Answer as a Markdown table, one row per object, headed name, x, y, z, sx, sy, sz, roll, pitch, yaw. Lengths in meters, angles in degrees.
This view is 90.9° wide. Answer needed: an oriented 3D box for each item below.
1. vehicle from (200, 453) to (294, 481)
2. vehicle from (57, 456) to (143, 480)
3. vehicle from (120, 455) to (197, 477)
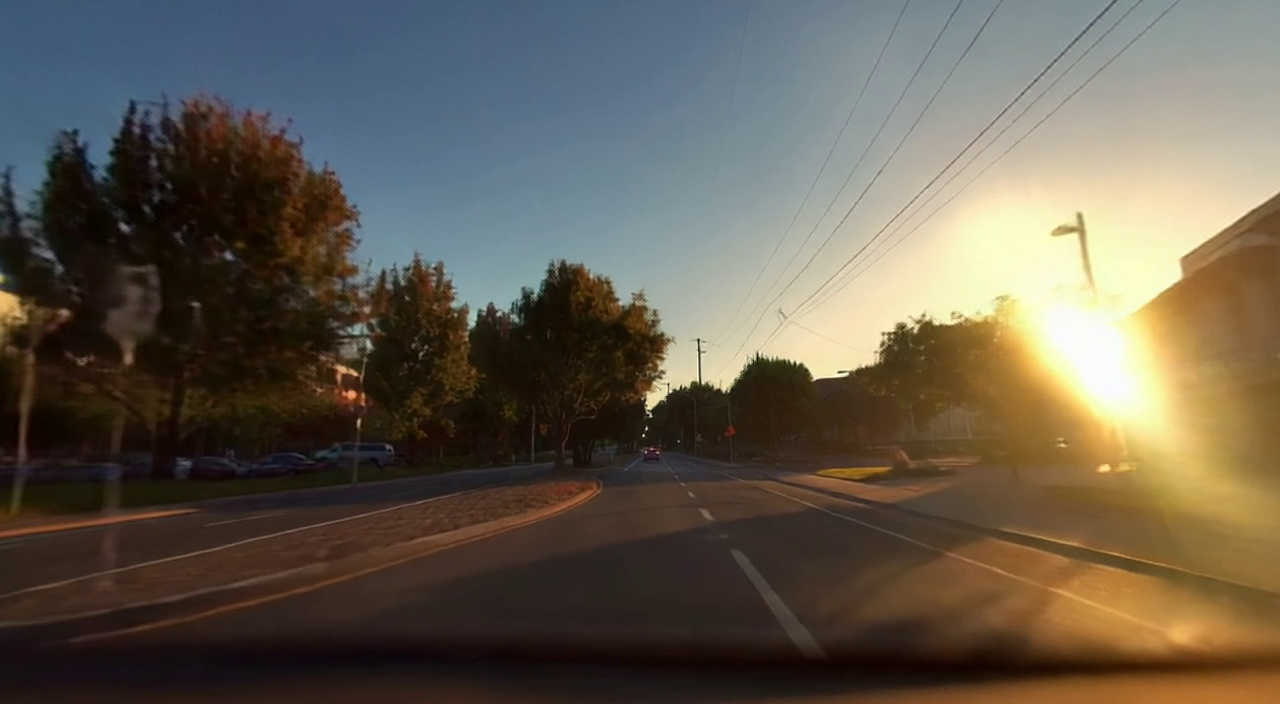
| name | x | y | z | sx | sy | sz | roll | pitch | yaw |
| --- | --- | --- | --- | --- | --- | --- | --- | --- | --- |
| vehicle | -22.676 | 6.638 | 36.456 | 4.140 | 1.556 | 1.995 | -1 | -8 | 2 |
| vehicle | -35.889 | 7.692 | 42.038 | 1.788 | 1.470 | 4.439 | 0 | -8 | 0 |
| vehicle | -37.130 | 8.802 | 48.660 | 4.378 | 1.604 | 1.989 | -1 | -9 | 5 |
